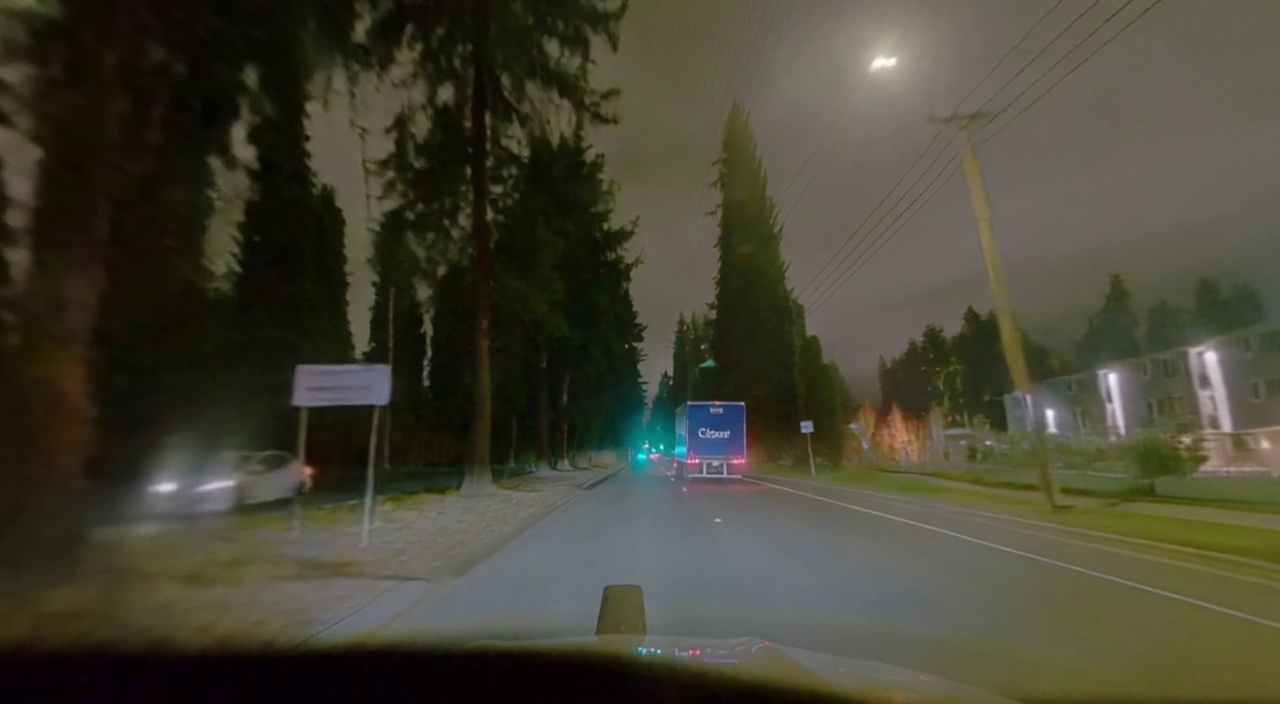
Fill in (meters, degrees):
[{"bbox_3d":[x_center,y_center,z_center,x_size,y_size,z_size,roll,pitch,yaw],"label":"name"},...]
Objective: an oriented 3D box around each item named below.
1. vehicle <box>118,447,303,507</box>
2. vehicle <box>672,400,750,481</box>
[{"bbox_3d":[-12.223,3.538,18.379,1.950,1.501,4.807,0,-8,1],"label":"vehicle"},{"bbox_3d":[3.646,4.943,34.789,2.973,3.848,9.336,0,-8,-1],"label":"vehicle"}]
